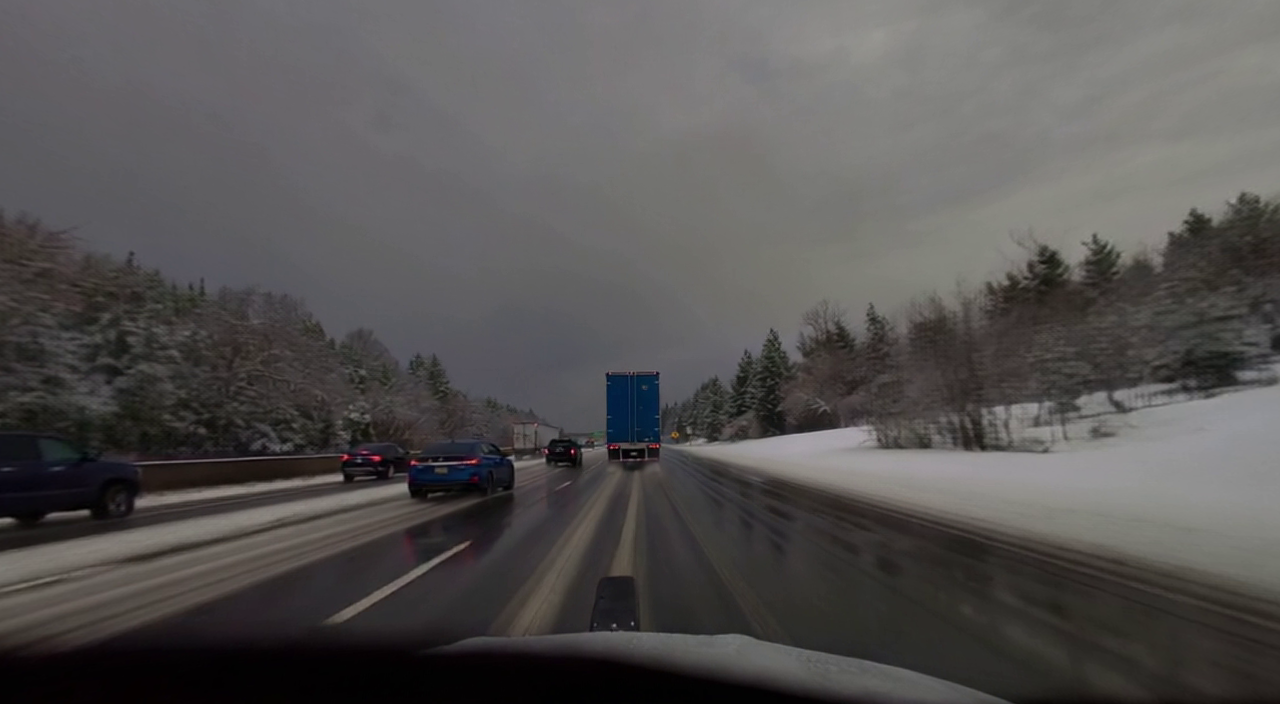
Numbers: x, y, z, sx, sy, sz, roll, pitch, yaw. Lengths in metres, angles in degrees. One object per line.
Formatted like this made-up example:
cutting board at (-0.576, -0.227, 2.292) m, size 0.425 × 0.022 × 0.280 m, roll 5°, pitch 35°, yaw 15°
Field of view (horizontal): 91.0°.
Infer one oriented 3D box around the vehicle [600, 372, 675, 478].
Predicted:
vehicle at (-0.276, 3.584, 29.873) m, size 2.913 × 4.113 × 10.724 m, roll 0°, pitch -8°, yaw -2°

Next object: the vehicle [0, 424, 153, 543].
vehicle at (-9.561, 1.843, 8.957) m, size 1.952 × 1.590 × 4.090 m, roll 0°, pitch -8°, yaw 0°

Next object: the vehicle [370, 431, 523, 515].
vehicle at (-4.103, 2.624, 14.163) m, size 2.164 × 1.582 × 3.979 m, roll 0°, pitch -8°, yaw 0°

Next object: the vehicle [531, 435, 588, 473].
vehicle at (-3.763, 4.863, 30.223) m, size 2.158 × 1.680 × 4.087 m, roll 0°, pitch -8°, yaw 1°

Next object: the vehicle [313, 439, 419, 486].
vehicle at (-9.599, 3.884, 22.481) m, size 1.863 × 1.474 × 4.278 m, roll 0°, pitch -8°, yaw 0°
